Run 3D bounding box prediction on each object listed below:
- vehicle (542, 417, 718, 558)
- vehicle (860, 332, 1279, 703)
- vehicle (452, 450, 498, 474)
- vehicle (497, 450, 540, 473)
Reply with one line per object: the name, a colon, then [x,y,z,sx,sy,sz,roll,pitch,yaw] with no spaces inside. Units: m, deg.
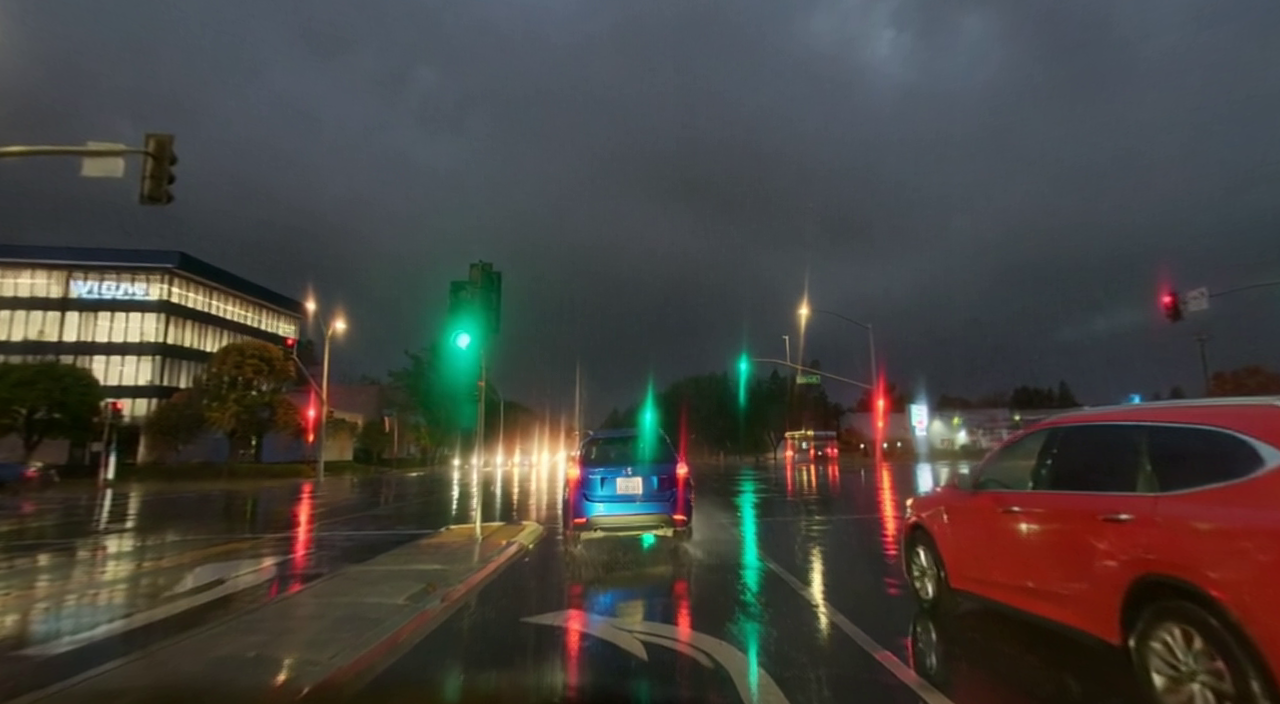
vehicle: [-0.249,2.054,10.315,2.238,1.762,4.445,0,-9,-3]
vehicle: [3.212,1.046,3.972,2.040,1.674,4.455,0,-9,0]
vehicle: [-11.844,7.917,45.574,2.005,1.596,4.342,-1,-9,1]
vehicle: [-8.585,7.756,44.900,2.163,1.529,4.210,-1,-9,1]
